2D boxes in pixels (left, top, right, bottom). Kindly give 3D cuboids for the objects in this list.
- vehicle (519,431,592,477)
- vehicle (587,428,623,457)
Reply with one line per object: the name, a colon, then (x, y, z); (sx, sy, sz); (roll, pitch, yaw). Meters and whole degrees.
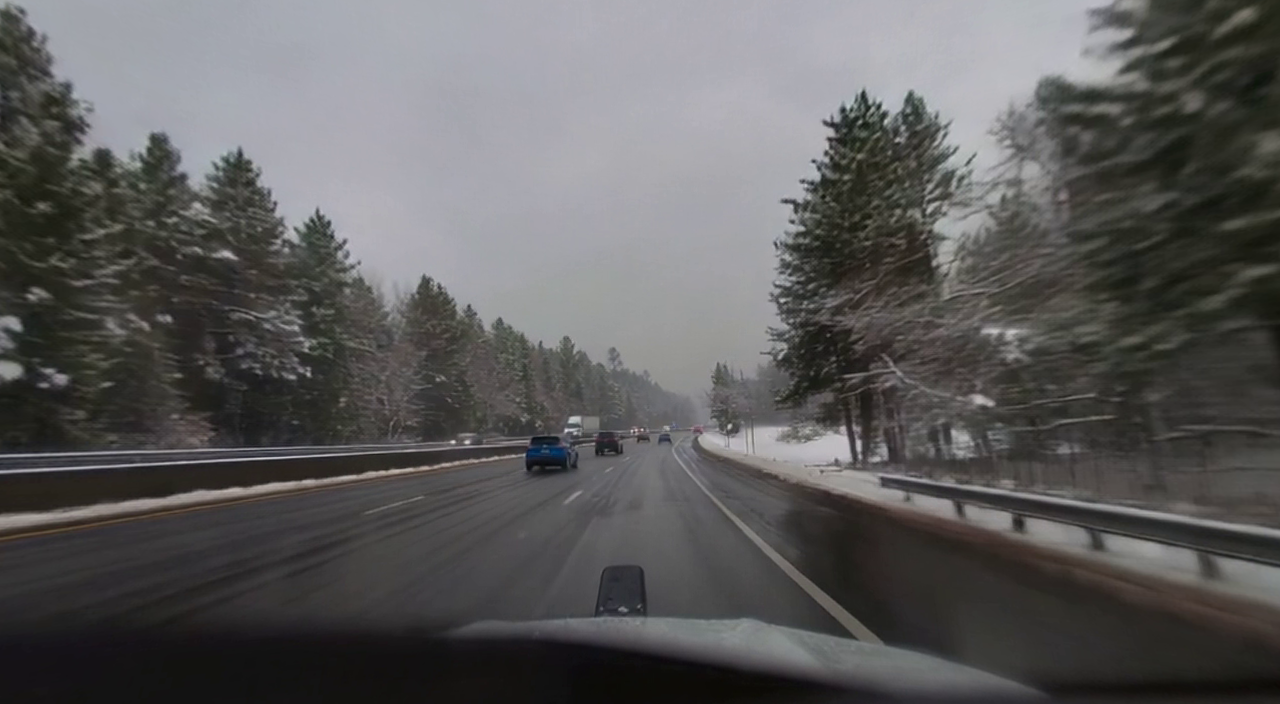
vehicle: (-3.114, 3.890, 24.214); (2.053, 1.589, 4.671); (0, -8, 2)
vehicle: (-2.666, 7.012, 48.580); (2.241, 2.095, 4.985); (-1, -8, 3)
